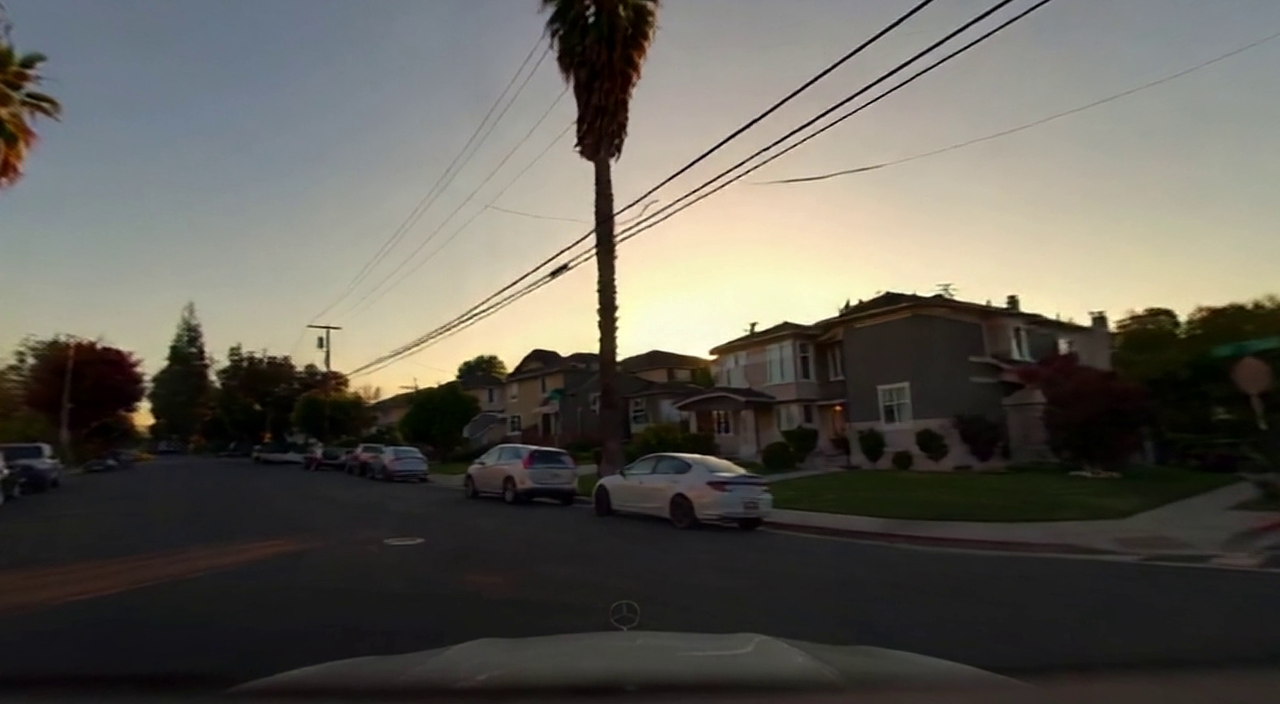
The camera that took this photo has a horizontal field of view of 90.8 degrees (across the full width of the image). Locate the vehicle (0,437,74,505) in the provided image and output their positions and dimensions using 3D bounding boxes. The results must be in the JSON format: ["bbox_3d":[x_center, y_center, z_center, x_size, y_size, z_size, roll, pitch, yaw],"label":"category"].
[{"bbox_3d":[-20.344,3.780,20.507,2.300,1.943,5.744,6,-10,-36],"label":"vehicle"}]

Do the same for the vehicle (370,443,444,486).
[{"bbox_3d":[-10.062,4.748,27.051,1.894,1.675,4.294,6,-10,-34],"label":"vehicle"}]

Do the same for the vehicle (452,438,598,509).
[{"bbox_3d":[-3.221,3.179,17.056,1.943,1.623,4.471,7,-11,-38],"label":"vehicle"}]

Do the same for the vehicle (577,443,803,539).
[{"bbox_3d":[0.698,2.442,11.891,1.786,1.437,4.448,6,-10,-35],"label":"vehicle"}]

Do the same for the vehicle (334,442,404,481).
[{"bbox_3d":[-13.635,5.411,31.642,1.922,1.761,4.633,7,-11,-39],"label":"vehicle"}]

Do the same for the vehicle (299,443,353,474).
[{"bbox_3d":[-20.310,6.814,40.750,2.115,1.826,4.871,6,-11,-37],"label":"vehicle"}]
